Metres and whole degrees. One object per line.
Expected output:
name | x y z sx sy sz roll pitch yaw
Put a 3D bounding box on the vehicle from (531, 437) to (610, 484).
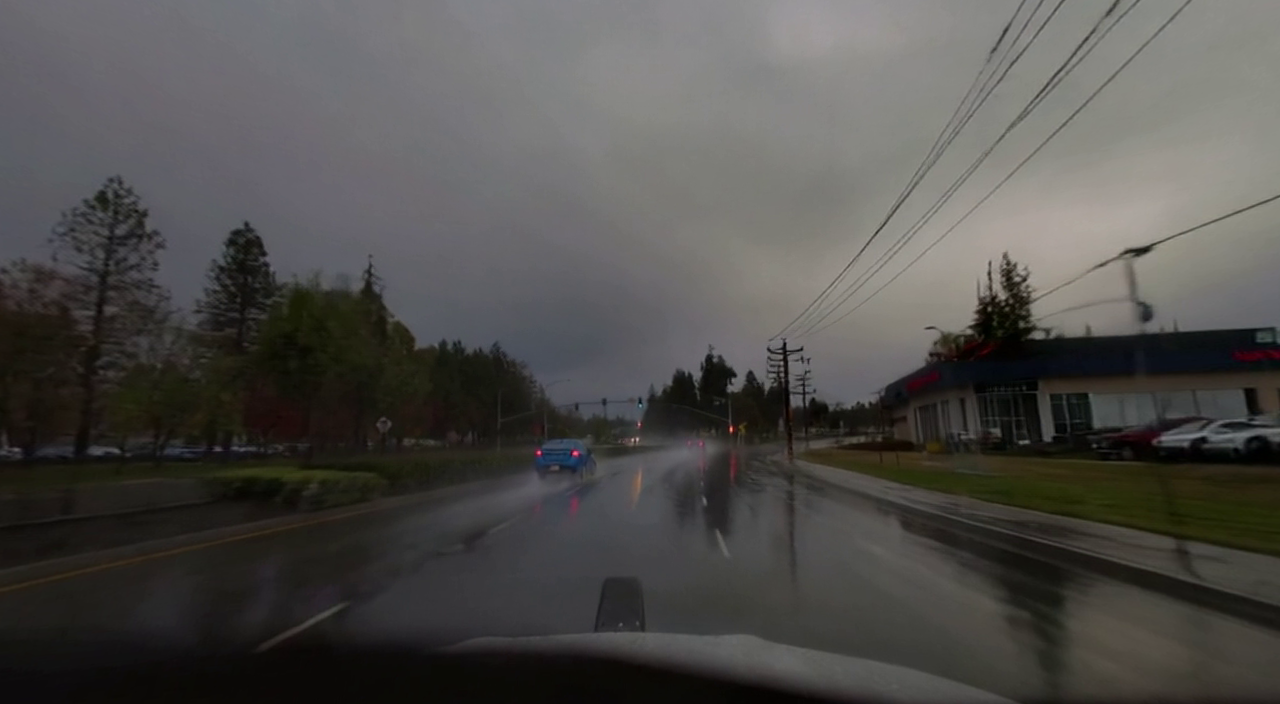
vehicle | -2.391 3.890 22.984 1.928 1.488 4.635 -1 -8 6
